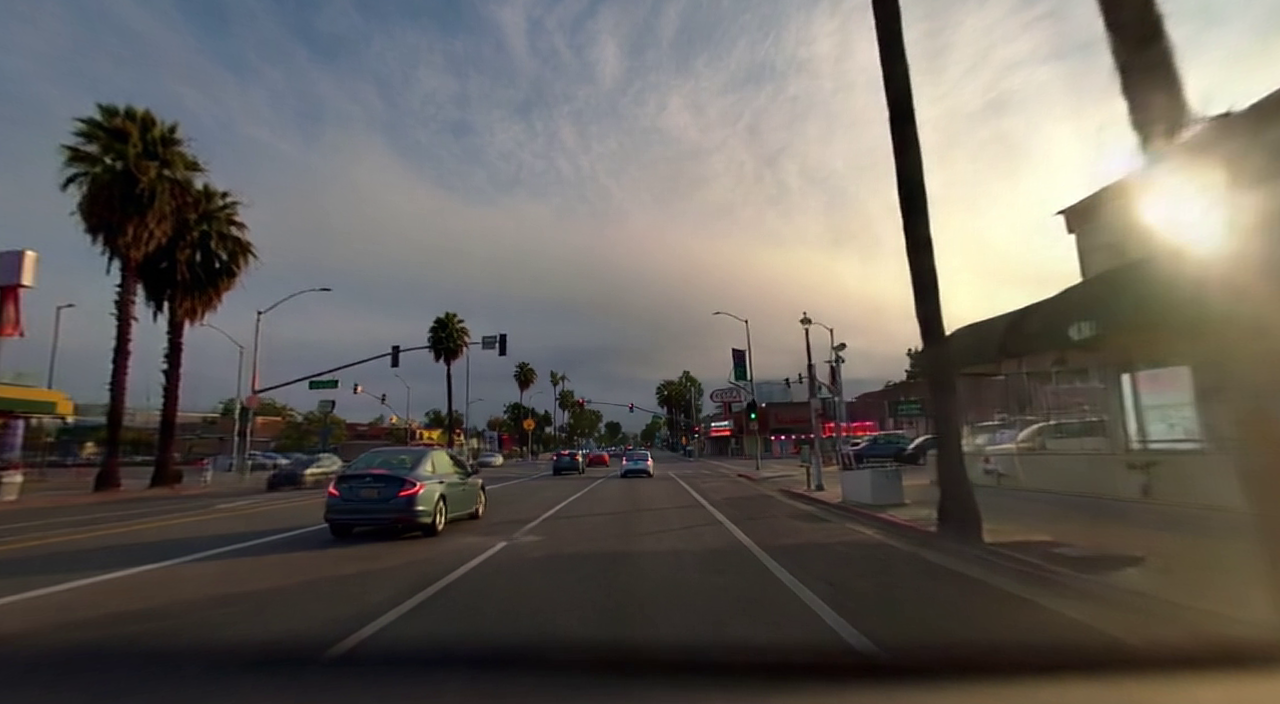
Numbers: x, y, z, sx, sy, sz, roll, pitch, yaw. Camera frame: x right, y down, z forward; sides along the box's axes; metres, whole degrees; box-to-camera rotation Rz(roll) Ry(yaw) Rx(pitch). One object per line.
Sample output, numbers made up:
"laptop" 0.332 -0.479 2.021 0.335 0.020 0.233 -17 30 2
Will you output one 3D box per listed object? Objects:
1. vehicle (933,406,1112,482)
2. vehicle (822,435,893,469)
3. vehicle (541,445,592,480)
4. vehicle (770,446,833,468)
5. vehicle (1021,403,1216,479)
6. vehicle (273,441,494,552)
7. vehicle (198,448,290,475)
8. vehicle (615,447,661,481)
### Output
"vehicle" 11.104 2.783 18.870 2.111 1.875 5.301 -2 -9 1
"vehicle" 11.141 5.142 32.499 1.982 1.623 4.211 0 -9 -2
"vehicle" -3.648 5.554 31.794 1.979 1.634 3.957 -1 -8 2
"vehicle" 11.570 7.492 44.936 3.980 1.486 2.059 5 -10 -30
"vehicle" 13.887 2.695 18.713 2.003 1.910 4.725 -2 -9 0
"vehicle" -4.077 2.333 10.960 1.904 1.513 4.410 0 -9 1
"vehicle" -30.870 8.554 49.015 5.616 1.927 2.324 -1 -8 2
"vehicle" -0.038 5.453 30.792 2.094 1.496 4.070 0 -8 1
